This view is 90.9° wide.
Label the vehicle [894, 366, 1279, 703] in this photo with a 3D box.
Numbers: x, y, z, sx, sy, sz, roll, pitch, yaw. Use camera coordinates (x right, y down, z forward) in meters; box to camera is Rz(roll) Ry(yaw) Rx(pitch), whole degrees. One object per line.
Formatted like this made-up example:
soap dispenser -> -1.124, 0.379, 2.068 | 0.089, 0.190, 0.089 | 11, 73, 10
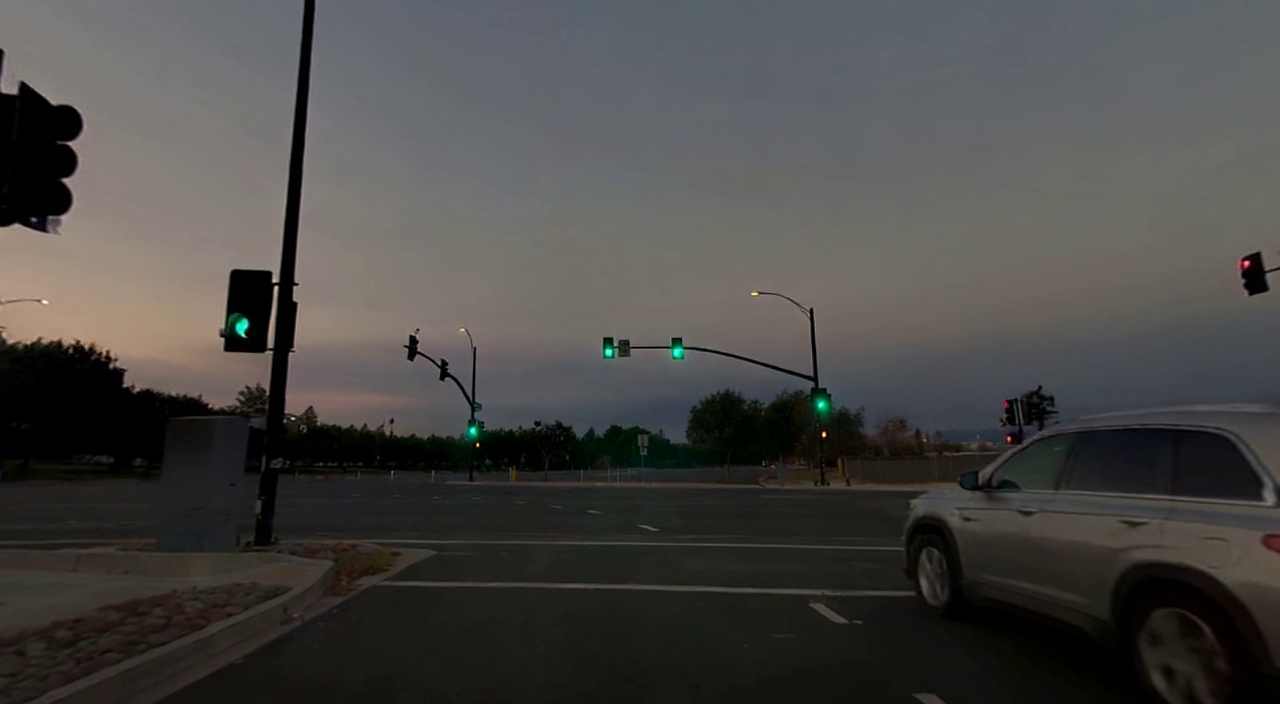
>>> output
vehicle -> 3.204, 1.070, 3.457 | 1.938, 1.648, 4.211 | 0, -8, 1
